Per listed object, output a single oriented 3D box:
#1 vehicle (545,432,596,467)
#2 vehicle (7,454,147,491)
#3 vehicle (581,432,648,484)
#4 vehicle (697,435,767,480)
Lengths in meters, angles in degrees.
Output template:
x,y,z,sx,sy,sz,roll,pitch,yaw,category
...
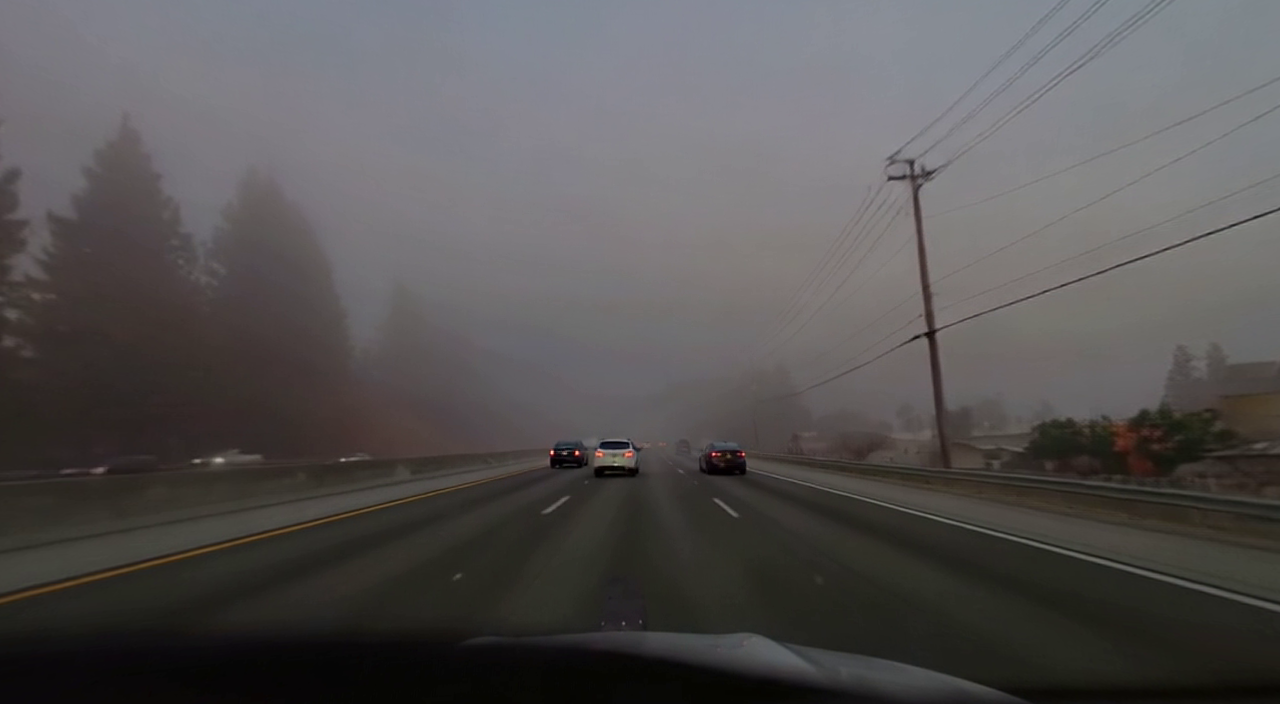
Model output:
x,y,z,sx,sy,sz,roll,pitch,yaw,category
-3.755,5.359,34.762,2.217,1.773,4.553,0,-8,1,vehicle
-31.573,6.737,35.713,2.243,1.760,6.078,0,-8,1,vehicle
-0.780,3.636,21.939,2.049,1.620,4.153,0,-8,1,vehicle
3.385,3.960,23.931,1.996,1.579,3.841,0,-8,-1,vehicle
